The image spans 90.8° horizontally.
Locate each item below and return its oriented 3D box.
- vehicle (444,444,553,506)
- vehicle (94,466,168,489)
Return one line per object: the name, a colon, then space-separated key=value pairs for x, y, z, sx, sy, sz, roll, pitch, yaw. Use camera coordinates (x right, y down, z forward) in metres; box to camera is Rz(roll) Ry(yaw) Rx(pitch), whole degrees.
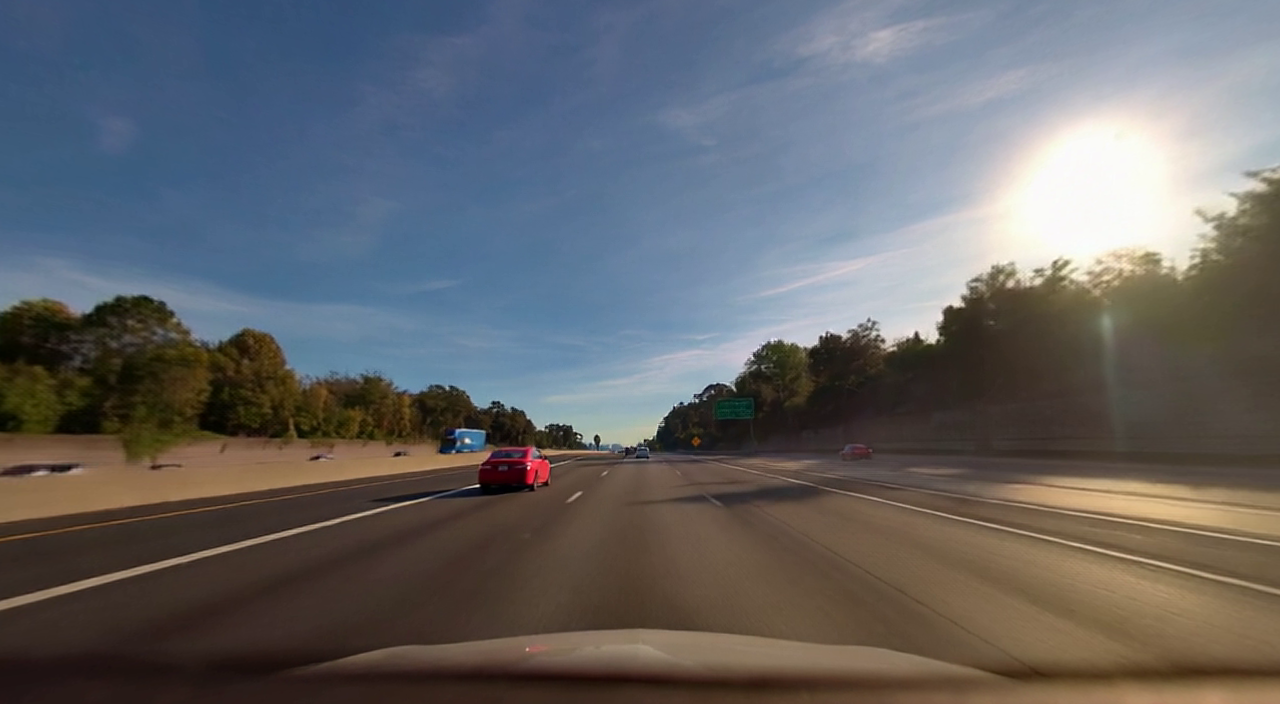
vehicle: x=-3.664 y=3.262 z=17.206 sx=1.873 sy=1.438 sz=4.546 roll=-1 pitch=-9 yaw=1
vehicle: x=-35.365 y=8.714 z=43.986 sx=1.724 sy=1.413 sz=4.221 roll=0 pitch=-9 yaw=-1
